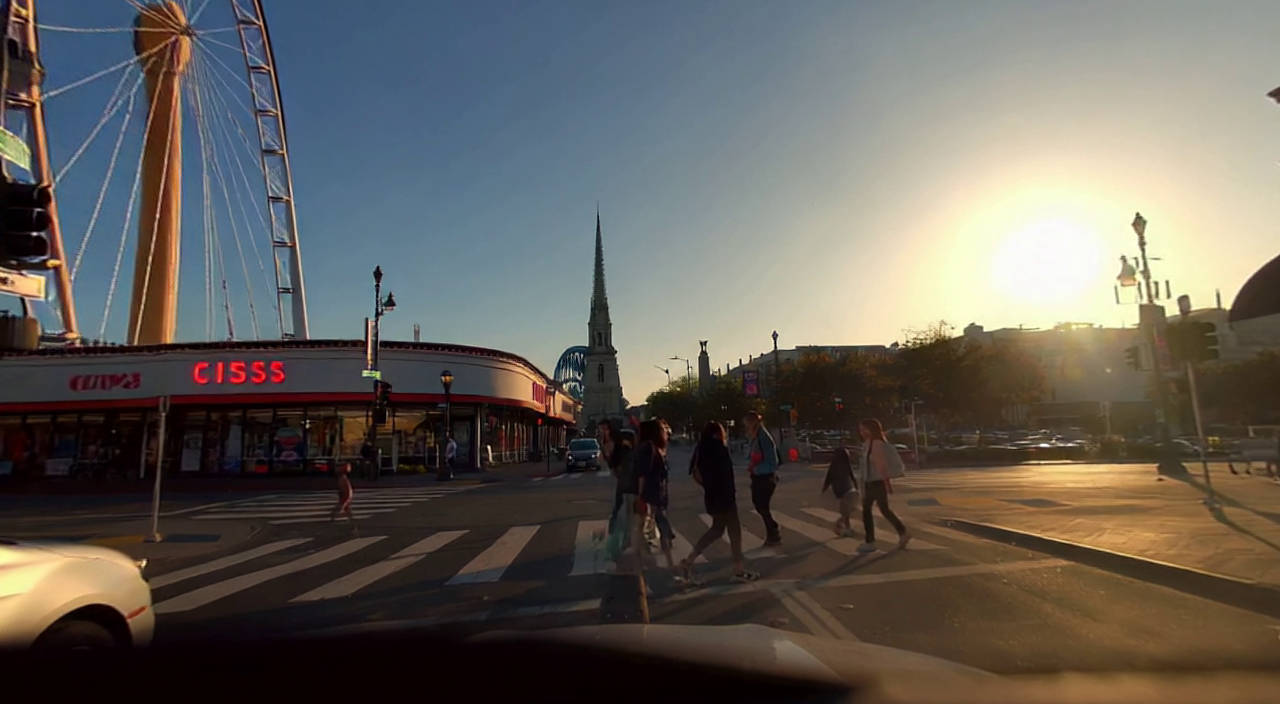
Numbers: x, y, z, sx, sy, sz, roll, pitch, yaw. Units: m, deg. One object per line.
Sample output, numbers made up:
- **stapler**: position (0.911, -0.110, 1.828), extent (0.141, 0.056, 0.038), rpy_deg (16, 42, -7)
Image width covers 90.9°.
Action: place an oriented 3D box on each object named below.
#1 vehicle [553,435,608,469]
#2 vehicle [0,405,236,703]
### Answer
- **vehicle**: position (-3.911, 6.360, 40.253), extent (2.549, 2.000, 5.699), rpy_deg (2, -9, -15)
- **vehicle**: position (-3.371, 0.791, 1.188), extent (1.940, 1.505, 4.676), rpy_deg (-1, -9, 3)
